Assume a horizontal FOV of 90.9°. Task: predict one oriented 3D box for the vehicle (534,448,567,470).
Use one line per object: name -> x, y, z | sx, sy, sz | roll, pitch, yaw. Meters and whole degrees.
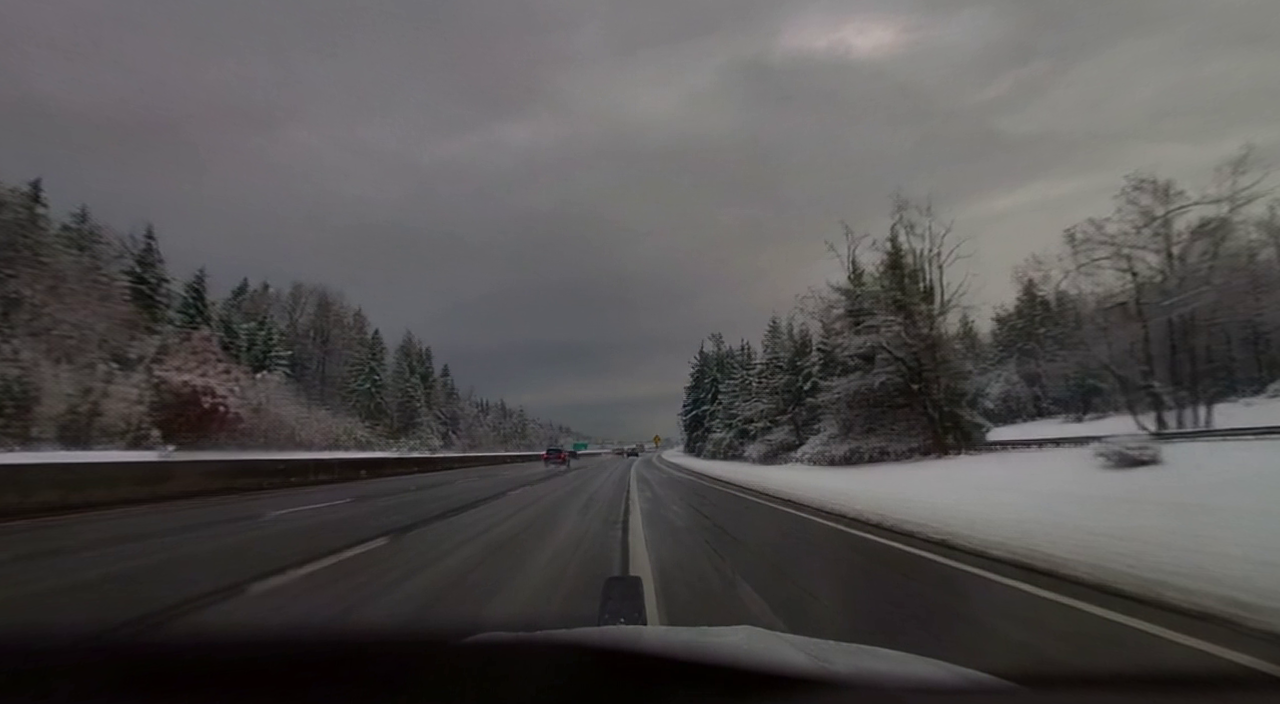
vehicle -> -6.875, 8.264, 48.649 | 1.875, 1.587, 4.687 | 0, -9, 0
